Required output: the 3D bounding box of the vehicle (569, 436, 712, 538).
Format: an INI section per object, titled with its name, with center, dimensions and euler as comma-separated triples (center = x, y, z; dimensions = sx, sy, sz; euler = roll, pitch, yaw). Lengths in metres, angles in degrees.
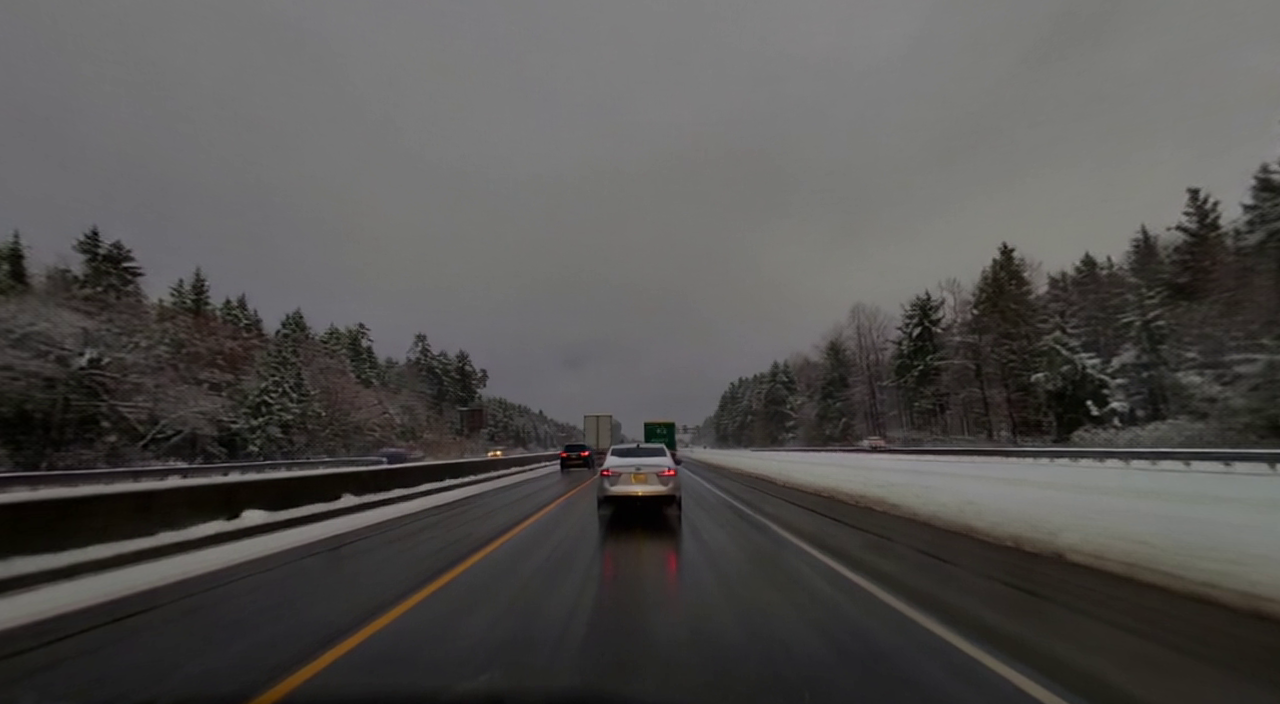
[vehicle]
center = -0.019, 2.257, 11.103
dimensions = 2.057, 1.449, 3.931
euler = 0, -9, -1
